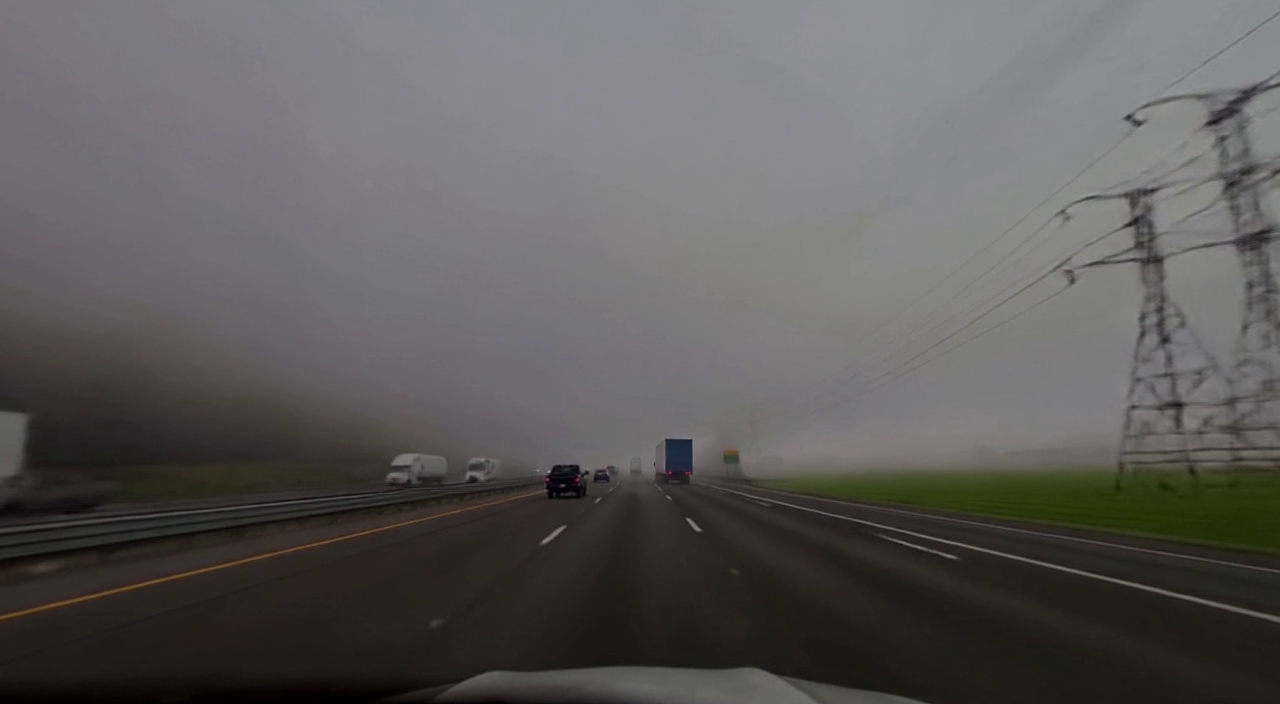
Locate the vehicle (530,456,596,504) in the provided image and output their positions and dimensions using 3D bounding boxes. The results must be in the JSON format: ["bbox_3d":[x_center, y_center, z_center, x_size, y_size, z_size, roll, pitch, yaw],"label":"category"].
[{"bbox_3d":[-2.991,5.116,25.354,2.065,1.722,4.441,1,-11,0],"label":"vehicle"}]
